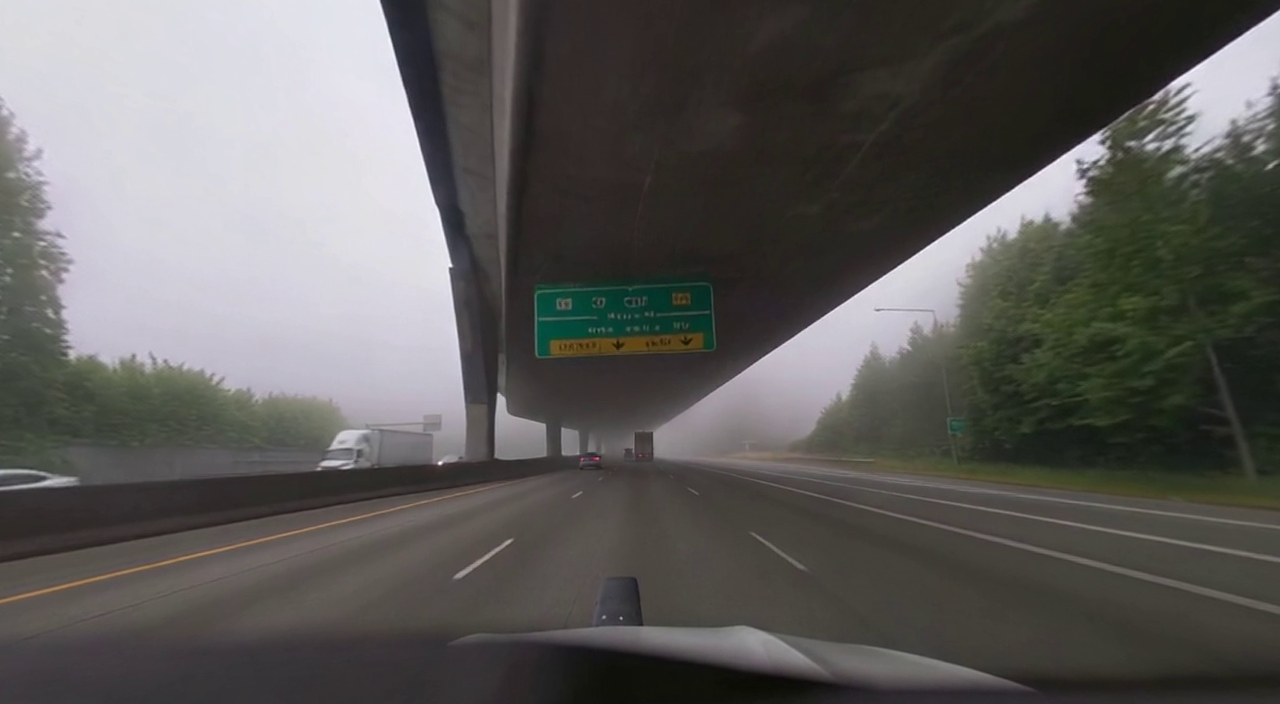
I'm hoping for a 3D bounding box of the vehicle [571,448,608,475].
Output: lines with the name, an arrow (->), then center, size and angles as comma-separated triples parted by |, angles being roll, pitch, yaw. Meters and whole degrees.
vehicle -> -3.367, 7.413, 43.001 | 2.160, 1.724, 4.997 | 0, -9, 0
